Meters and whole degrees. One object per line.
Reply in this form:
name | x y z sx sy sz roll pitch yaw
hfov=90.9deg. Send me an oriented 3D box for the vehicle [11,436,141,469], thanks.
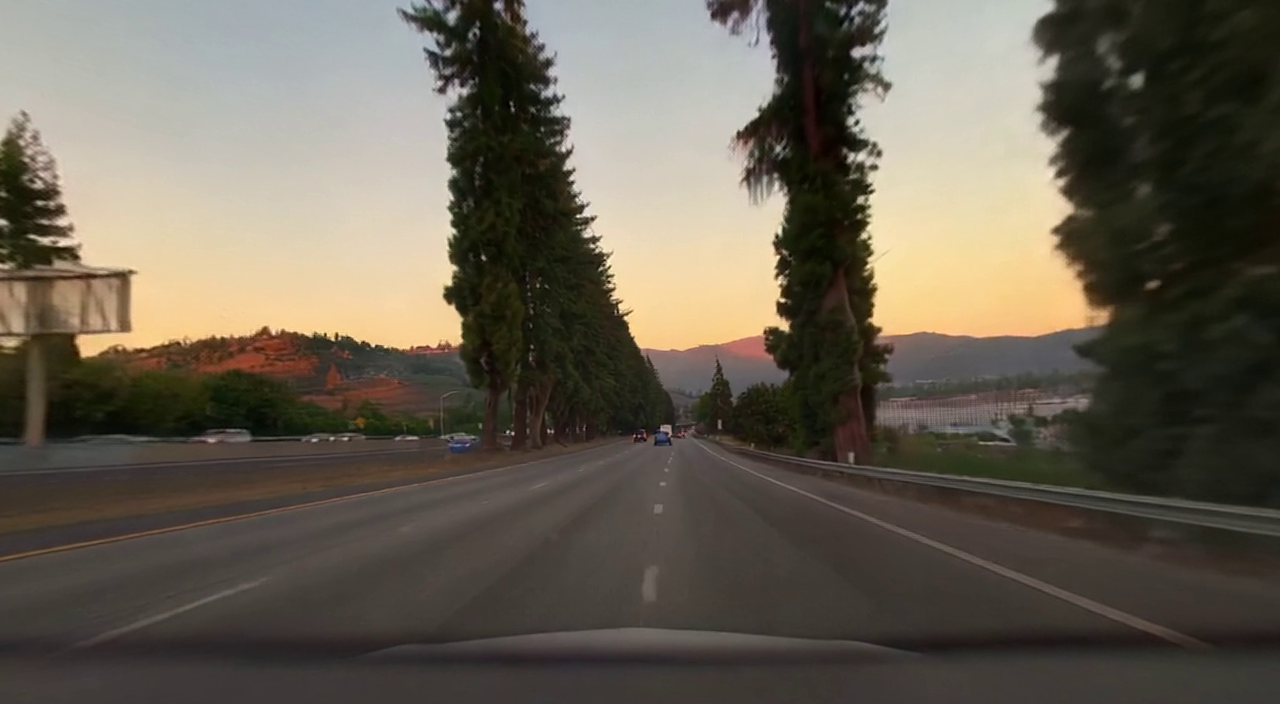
vehicle | -27.589 4.929 31.089 1.833 1.472 4.655 -1 -8 6
